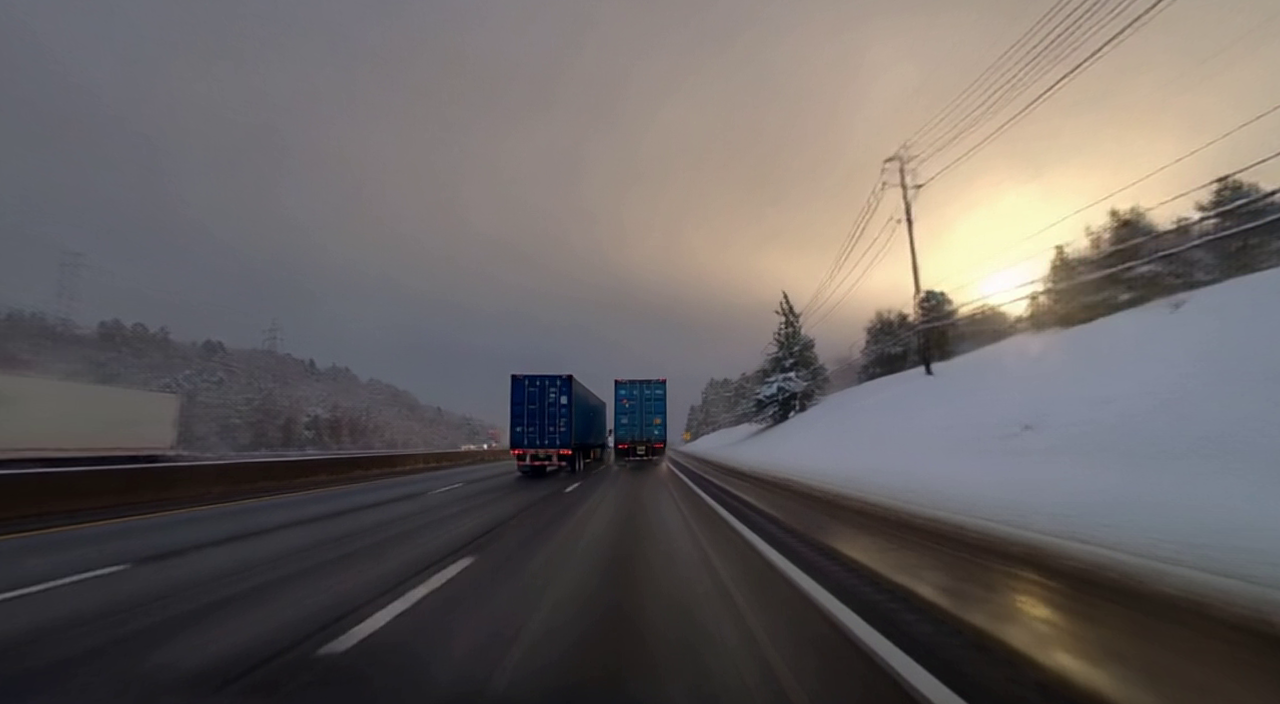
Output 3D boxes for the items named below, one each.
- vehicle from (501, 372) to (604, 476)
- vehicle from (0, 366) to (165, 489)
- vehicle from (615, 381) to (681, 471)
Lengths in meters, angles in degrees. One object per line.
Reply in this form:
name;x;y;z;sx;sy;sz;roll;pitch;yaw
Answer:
vehicle;-3.832;3.808;31.783;3.065;4.105;13.706;0;-8;1
vehicle;-21.962;2.422;20.075;2.942;3.909;13.487;0;-8;0
vehicle;0.231;4.214;34.601;3.006;4.120;11.586;0;-8;-1
